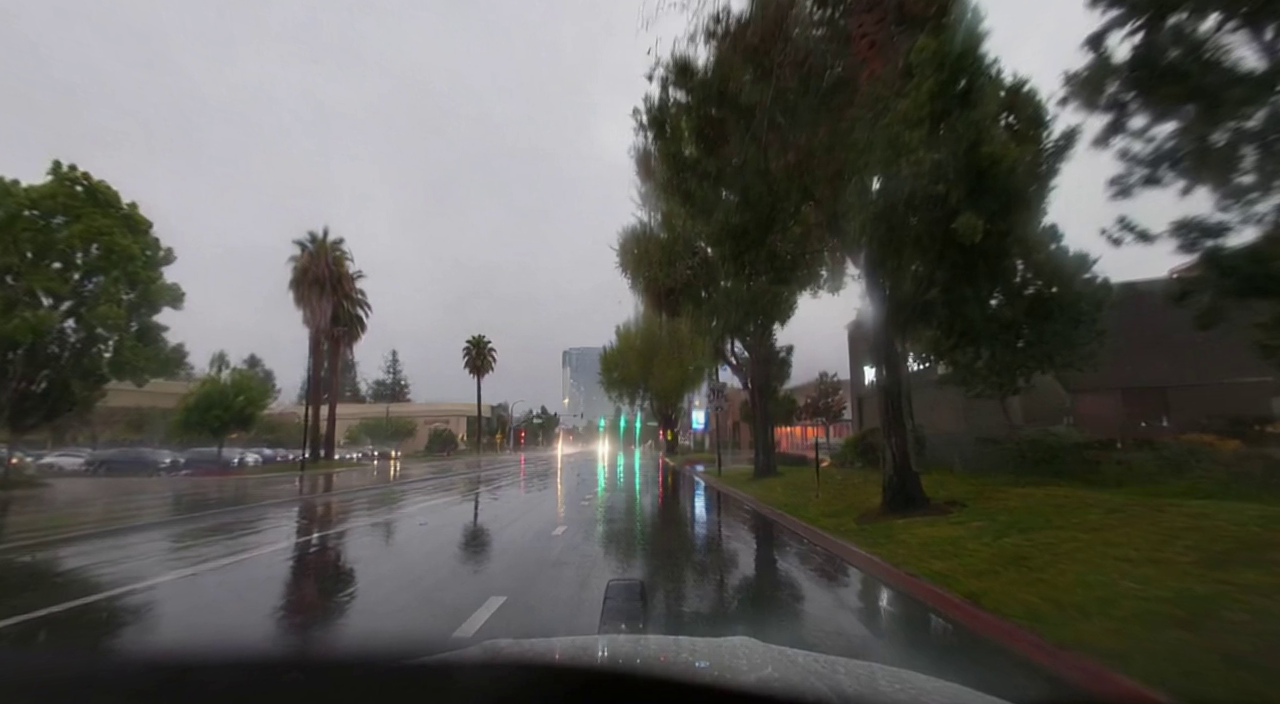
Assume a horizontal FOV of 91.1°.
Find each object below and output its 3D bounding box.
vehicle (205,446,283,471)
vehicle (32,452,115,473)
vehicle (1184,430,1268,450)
[{"bbox_3d":[-29.454,7.943,46.852,4.293,1.529,2.347,-4,-9,0],"label":"vehicle"},{"bbox_3d":[-42.550,8.269,47.220,4.314,1.510,1.964,0,-9,0],"label":"vehicle"},{"bbox_3d":[45.323,6.825,48.609,4.390,1.549,2.015,0,-8,0],"label":"vehicle"}]
